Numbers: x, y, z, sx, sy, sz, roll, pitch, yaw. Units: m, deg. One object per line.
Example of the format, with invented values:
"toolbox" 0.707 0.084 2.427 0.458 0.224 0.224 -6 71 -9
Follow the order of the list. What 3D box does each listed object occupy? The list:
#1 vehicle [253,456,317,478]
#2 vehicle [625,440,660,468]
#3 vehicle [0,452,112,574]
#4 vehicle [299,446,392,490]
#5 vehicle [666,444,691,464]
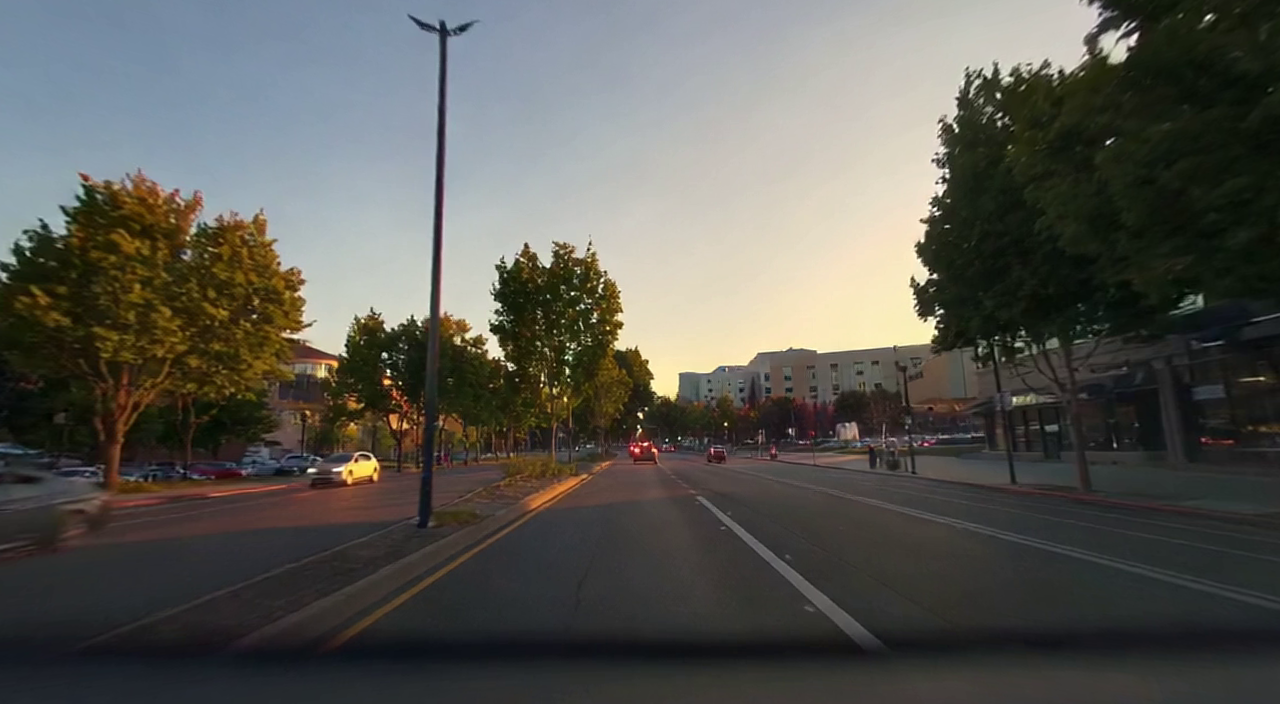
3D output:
"vehicle" -26.234 8.531 46.915 1.815 1.470 4.581 -1 -8 4
"vehicle" 0.122 6.469 40.198 2.100 1.683 4.231 0 -8 -1
"vehicle" -8.843 1.905 7.164 1.939 1.470 4.366 0 -9 0
"vehicle" -13.047 5.110 28.345 1.953 1.778 4.482 0 -8 0
"vehicle" 3.021 8.054 49.974 1.685 1.441 3.795 0 -8 -1
